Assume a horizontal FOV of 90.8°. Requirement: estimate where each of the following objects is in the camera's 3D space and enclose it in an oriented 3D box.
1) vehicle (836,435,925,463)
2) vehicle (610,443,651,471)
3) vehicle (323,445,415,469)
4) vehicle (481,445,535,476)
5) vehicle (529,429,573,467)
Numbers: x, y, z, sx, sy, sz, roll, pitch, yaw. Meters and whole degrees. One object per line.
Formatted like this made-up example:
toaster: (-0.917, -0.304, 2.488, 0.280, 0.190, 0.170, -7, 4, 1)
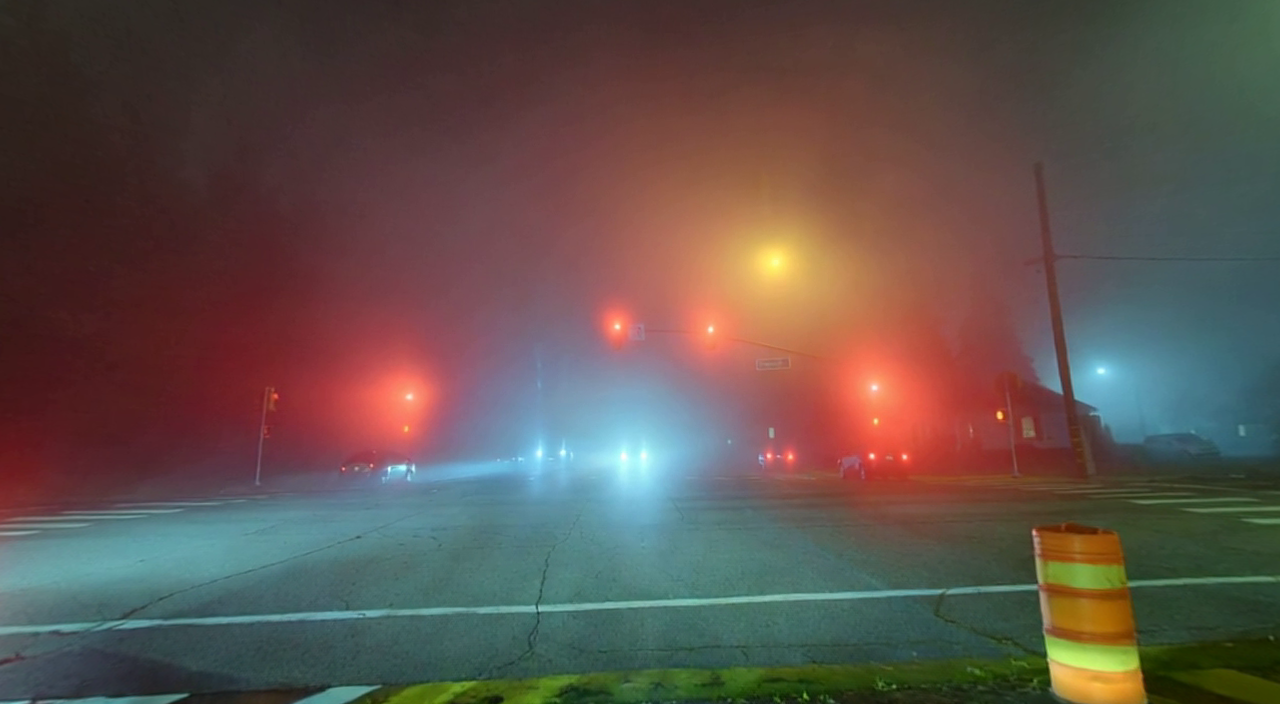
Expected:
vehicle: (15.304, 6.188, 40.349, 4.892, 1.656, 1.856, 0, -8, 0)
vehicle: (-0.518, 5.766, 34.967, 2.105, 1.457, 4.173, 0, -8, -1)
vehicle: (-16.473, 6.375, 38.572, 4.713, 1.409, 1.918, 0, -8, -2)
vehicle: (-6.672, 5.529, 32.388, 1.881, 1.452, 4.121, 0, -8, 0)
vehicle: (-6.885, 7.555, 49.721, 2.625, 2.726, 6.138, 0, -8, -1)
